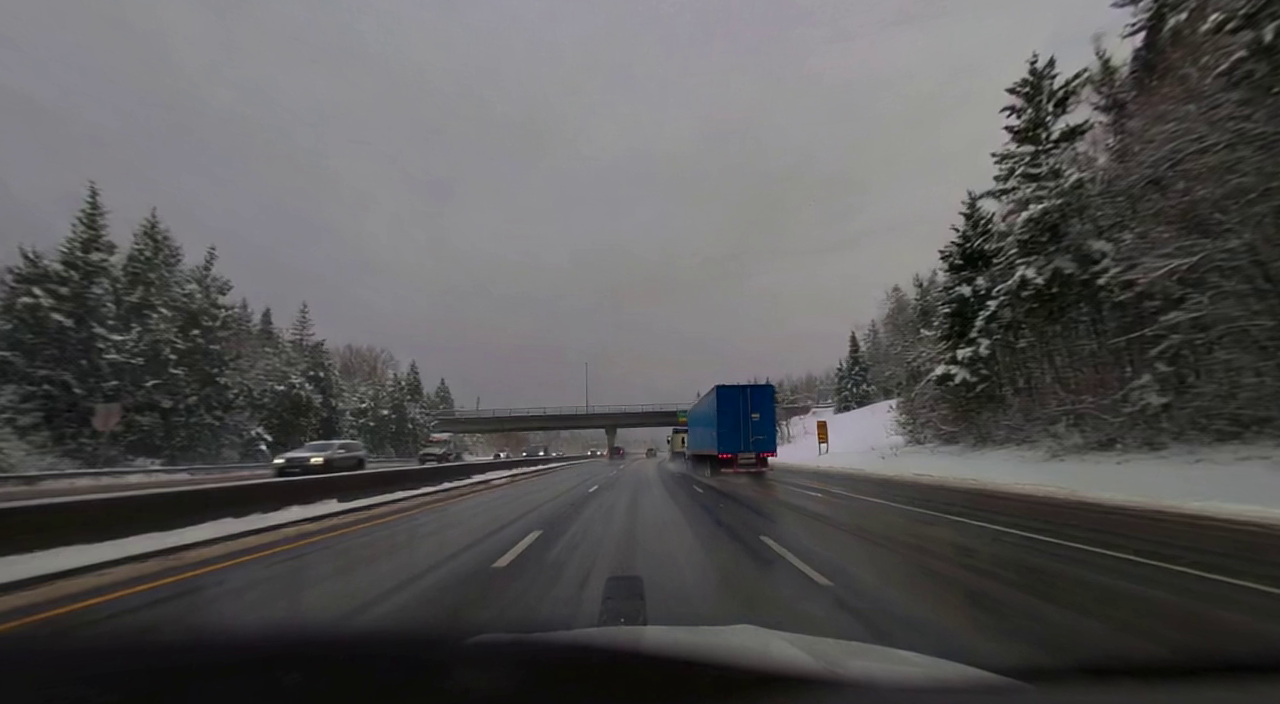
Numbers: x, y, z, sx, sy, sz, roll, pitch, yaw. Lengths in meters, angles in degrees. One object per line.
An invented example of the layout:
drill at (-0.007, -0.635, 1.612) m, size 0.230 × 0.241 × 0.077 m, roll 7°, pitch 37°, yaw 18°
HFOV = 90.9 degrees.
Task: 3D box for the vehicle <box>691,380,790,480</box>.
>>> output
vehicle at (4.639, 4.257, 32.632) m, size 2.825 × 4.054 × 14.210 m, roll 0°, pitch -9°, yaw 0°

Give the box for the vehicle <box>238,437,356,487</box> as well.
vehicle at (-14.005, 4.509, 26.130) m, size 2.197 × 1.839 × 4.747 m, roll 0°, pitch -9°, yaw 0°
